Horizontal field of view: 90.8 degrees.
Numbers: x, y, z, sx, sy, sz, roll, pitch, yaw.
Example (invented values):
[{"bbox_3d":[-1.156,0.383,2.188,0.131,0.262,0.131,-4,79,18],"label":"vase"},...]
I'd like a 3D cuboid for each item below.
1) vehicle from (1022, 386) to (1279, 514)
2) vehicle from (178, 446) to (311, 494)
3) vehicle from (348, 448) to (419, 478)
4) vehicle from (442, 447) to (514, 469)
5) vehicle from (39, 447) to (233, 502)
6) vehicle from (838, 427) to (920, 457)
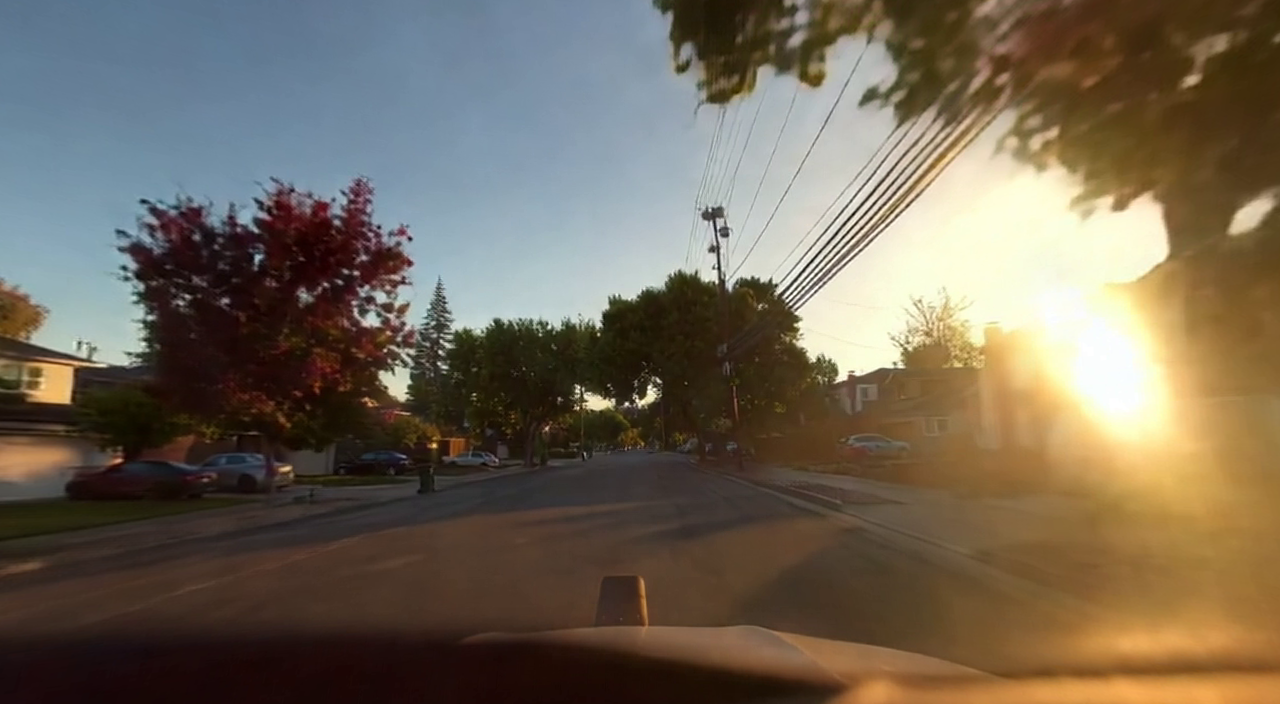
[{"bbox_3d":[9.625,1.587,10.401,5.273,1.868,2.070,0,-8,0],"label":"vehicle"},{"bbox_3d":[-15.195,4.486,24.347,4.232,1.693,1.949,-3,-9,17],"label":"vehicle"},{"bbox_3d":[-14.925,6.428,37.073,1.978,1.586,5.192,0,-8,0],"label":"vehicle"},{"bbox_3d":[-12.394,8.115,48.480,4.893,1.567,2.105,-1,-8,5],"label":"vehicle"},{"bbox_3d":[-16.388,3.971,20.746,4.482,1.648,2.169,0,-9,1],"label":"vehicle"},{"bbox_3d":[14.958,5.653,39.690,4.373,1.759,2.093,0,-10,6],"label":"vehicle"}]
